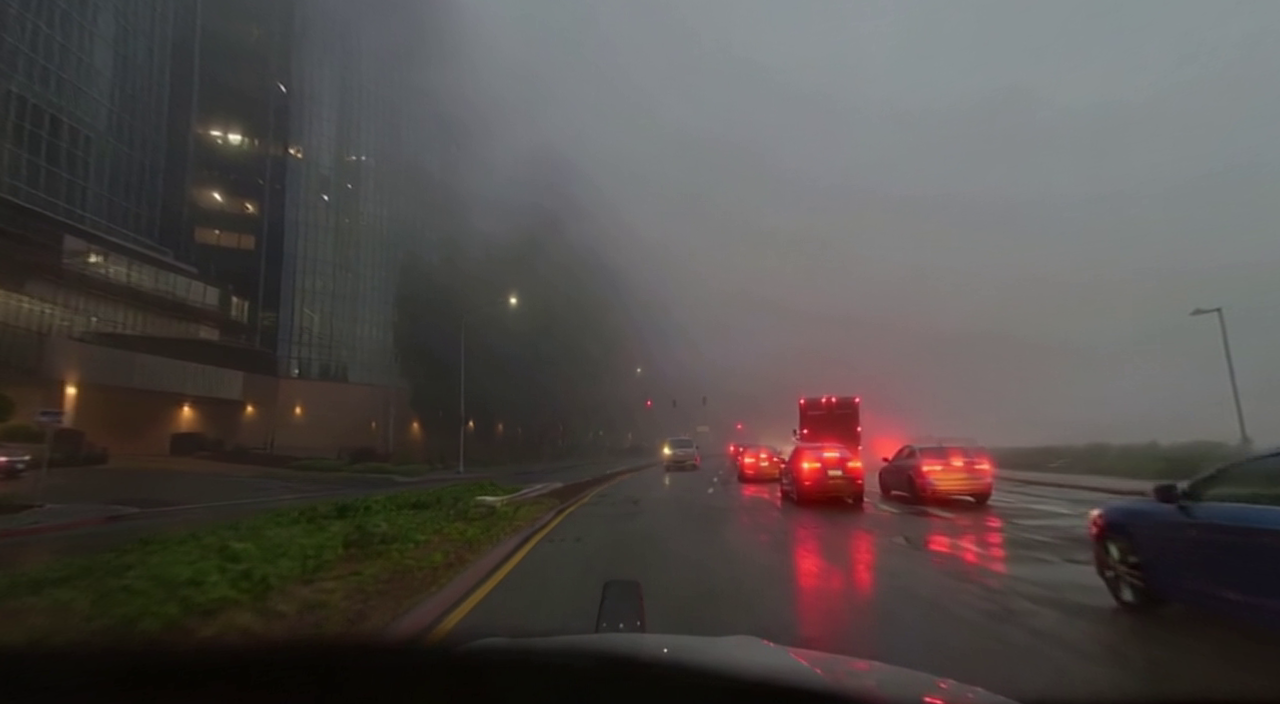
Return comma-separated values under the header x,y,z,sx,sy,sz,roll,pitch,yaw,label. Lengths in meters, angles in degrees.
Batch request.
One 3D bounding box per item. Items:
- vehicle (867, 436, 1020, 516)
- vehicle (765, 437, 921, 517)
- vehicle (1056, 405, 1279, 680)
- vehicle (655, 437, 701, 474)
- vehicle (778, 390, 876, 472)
x,y,z,sx,sy,sz,roll,pitch,yaw,label
7.024,2.871,15.097,1.983,1.628,3.885,-1,-9,5,vehicle
4.408,2.765,14.459,2.183,1.553,3.923,0,-9,-1,vehicle
4.800,1.101,3.524,2.089,1.609,4.922,-1,-9,8,vehicle
1.972,5.188,31.899,2.121,1.728,4.161,-1,-9,6,vehicle
9.864,4.546,35.010,3.128,3.616,13.736,-1,-9,8,vehicle
